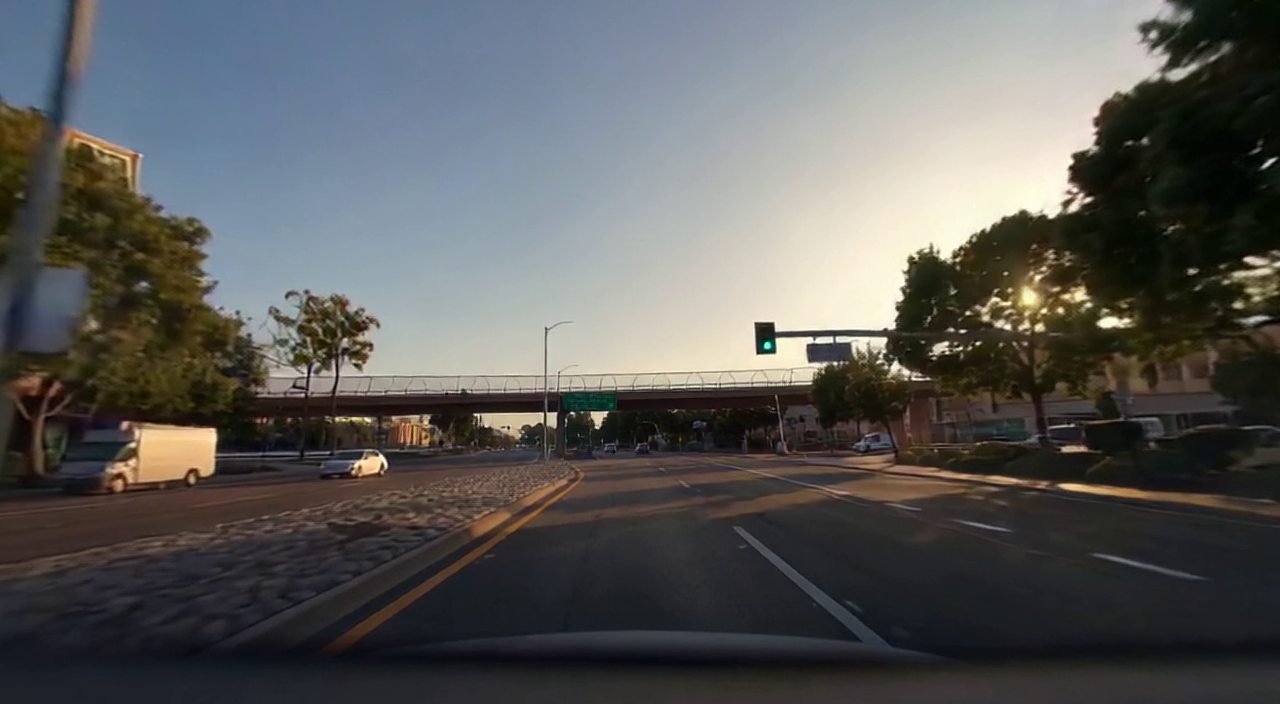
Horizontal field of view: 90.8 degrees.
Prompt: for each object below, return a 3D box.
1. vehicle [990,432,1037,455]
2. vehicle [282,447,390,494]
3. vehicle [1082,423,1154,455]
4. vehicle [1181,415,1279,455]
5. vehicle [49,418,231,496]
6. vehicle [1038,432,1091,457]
[{"bbox_3d":[24.293,5.943,41.007,1.910,1.415,4.383,-7,-10,39],"label":"vehicle"},{"bbox_3d":[-11.271,4.396,23.863,2.032,1.480,4.591,-1,-8,-3],"label":"vehicle"},{"bbox_3d":[28.379,5.158,37.436,4.634,1.789,2.149,6,-10,-38],"label":"vehicle"},{"bbox_3d":[30.759,4.297,32.498,4.334,1.942,2.322,3,-9,-18],"label":"vehicle"},{"bbox_3d":[-20.382,4.308,26.367,2.340,2.821,6.537,0,-8,-2],"label":"vehicle"},{"bbox_3d":[26.511,5.749,39.405,1.928,1.437,3.935,-8,-11,44],"label":"vehicle"}]
